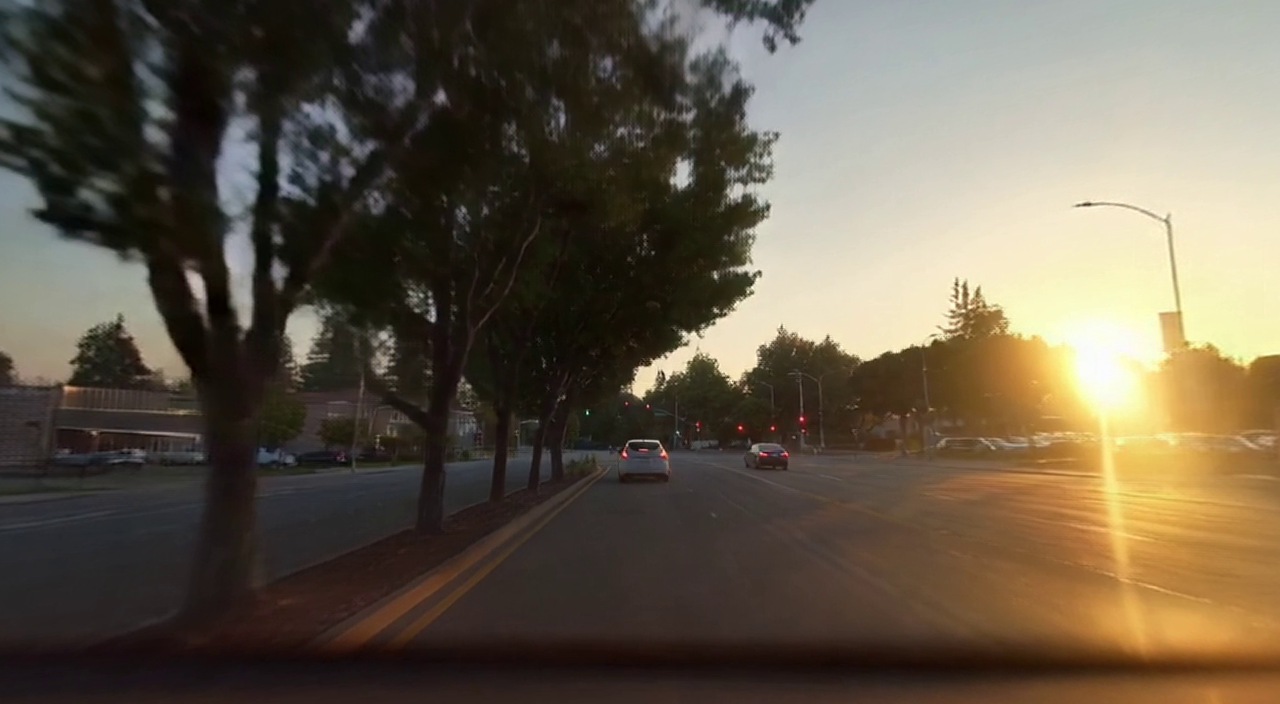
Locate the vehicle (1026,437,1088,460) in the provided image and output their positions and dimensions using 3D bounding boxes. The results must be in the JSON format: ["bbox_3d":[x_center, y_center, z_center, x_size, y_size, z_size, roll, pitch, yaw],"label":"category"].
[{"bbox_3d":[32.009,7.413,48.621,1.873,1.588,4.133,-2,-8,-1],"label":"vehicle"}]

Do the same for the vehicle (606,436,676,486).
[{"bbox_3d":[0.023,3.526,20.725,2.064,1.477,3.968,0,-9,0],"label":"vehicle"}]
